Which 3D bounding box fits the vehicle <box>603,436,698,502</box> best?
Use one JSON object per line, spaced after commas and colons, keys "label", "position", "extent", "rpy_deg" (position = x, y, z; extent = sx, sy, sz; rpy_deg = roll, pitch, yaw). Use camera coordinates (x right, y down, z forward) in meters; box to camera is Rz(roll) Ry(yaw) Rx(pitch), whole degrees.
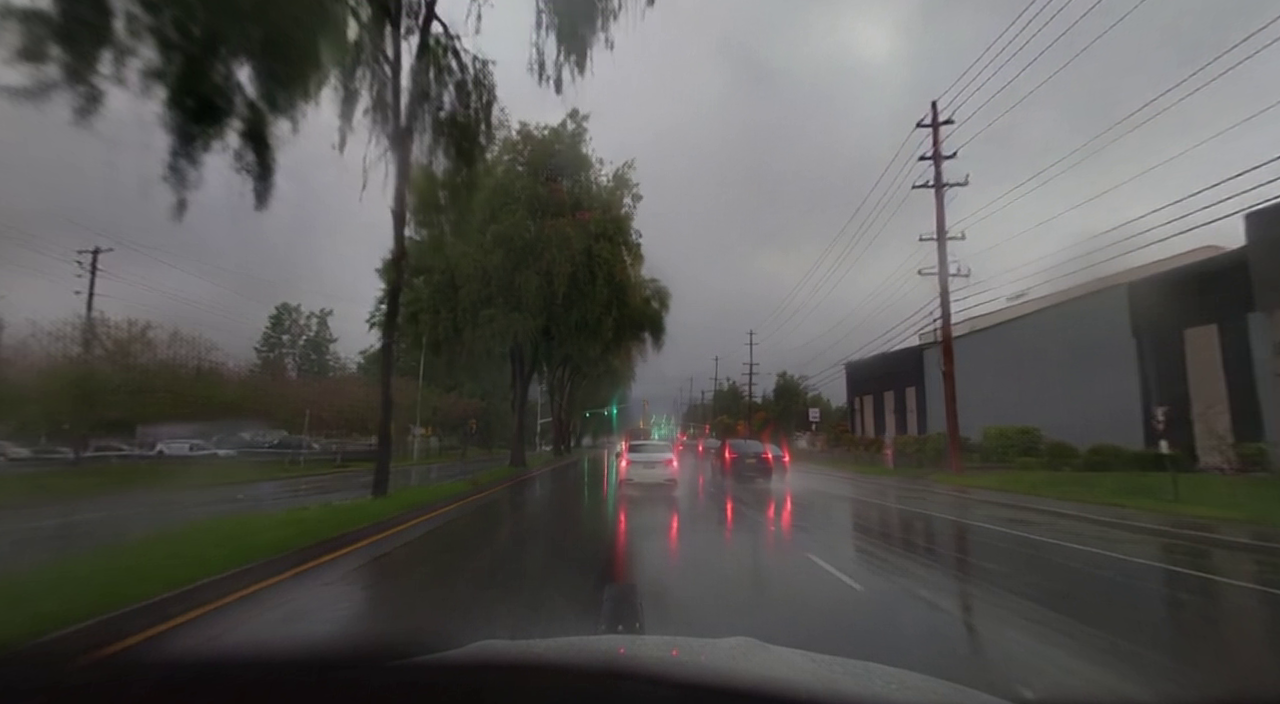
{"label": "vehicle", "position": [0.178, 2.966, 16.347], "extent": [2.144, 1.473, 4.028], "rpy_deg": [0, -8, -2]}

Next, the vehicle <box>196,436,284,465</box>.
{"label": "vehicle", "position": [-27.225, 6.715, 43.035], "extent": [4.687, 1.894, 2.149], "rpy_deg": [4, -9, -23]}

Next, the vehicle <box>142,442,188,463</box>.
{"label": "vehicle", "position": [-36.284, 7.648, 48.181], "extent": [1.849, 1.533, 4.091], "rpy_deg": [4, -9, -24]}

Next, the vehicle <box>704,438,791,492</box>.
{"label": "vehicle", "position": [3.235, 3.495, 19.846], "extent": [1.985, 1.489, 4.036], "rpy_deg": [0, -8, -1]}
